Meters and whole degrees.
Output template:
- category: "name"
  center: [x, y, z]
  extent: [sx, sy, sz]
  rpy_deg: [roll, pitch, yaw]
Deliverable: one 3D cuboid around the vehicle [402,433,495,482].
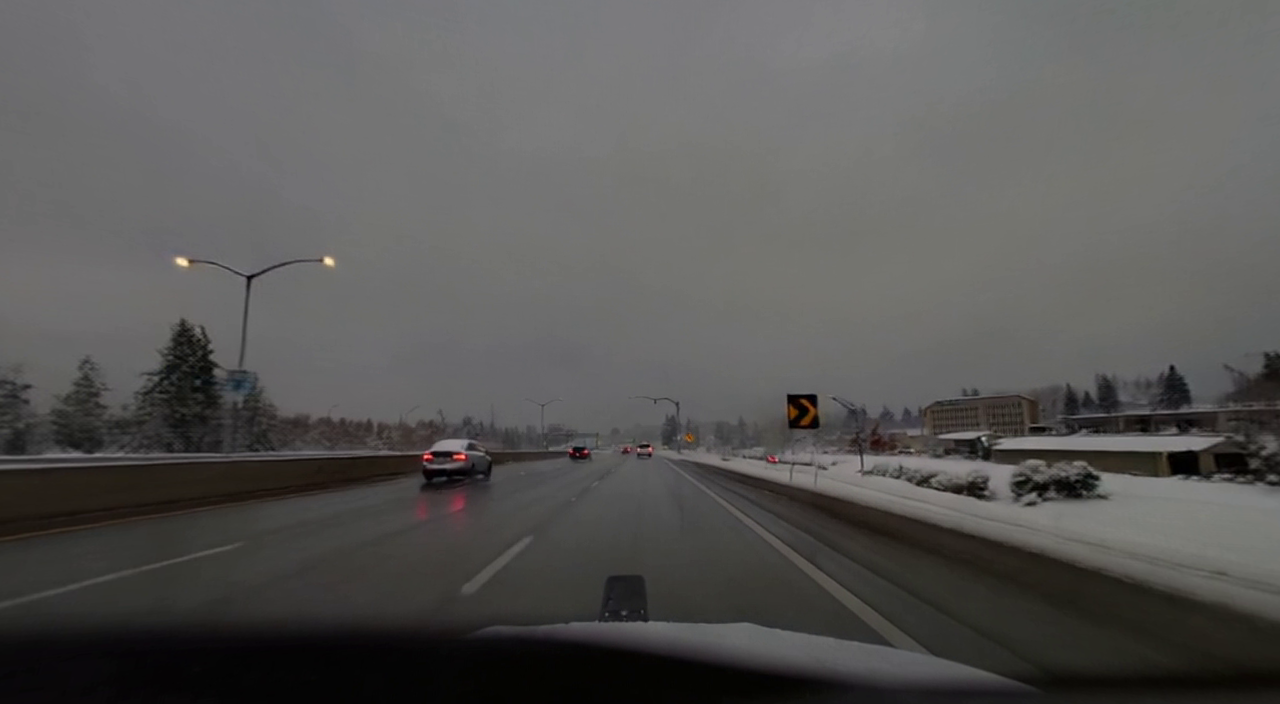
- category: "vehicle"
  center: [-7.193, 4.014, 24.235]
  extent: [2.088, 1.678, 4.426]
  rpy_deg: [0, -8, 1]
